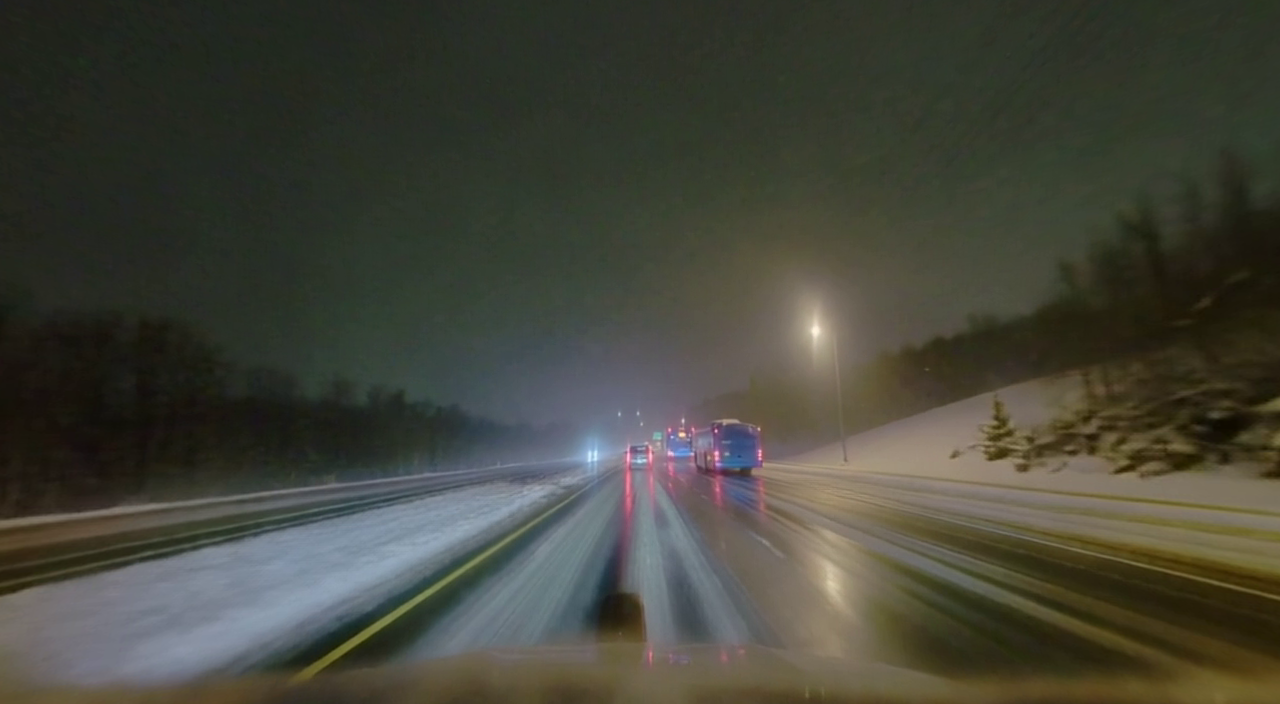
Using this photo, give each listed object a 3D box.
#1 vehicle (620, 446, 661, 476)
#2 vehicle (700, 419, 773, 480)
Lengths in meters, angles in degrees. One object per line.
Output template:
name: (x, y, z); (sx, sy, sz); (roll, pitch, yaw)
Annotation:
vehicle: (0.022, 5.639, 32.851); (2.004, 1.449, 3.817); (0, -9, -1)
vehicle: (4.362, 4.615, 29.736); (2.440, 2.555, 5.957); (0, -9, 0)
